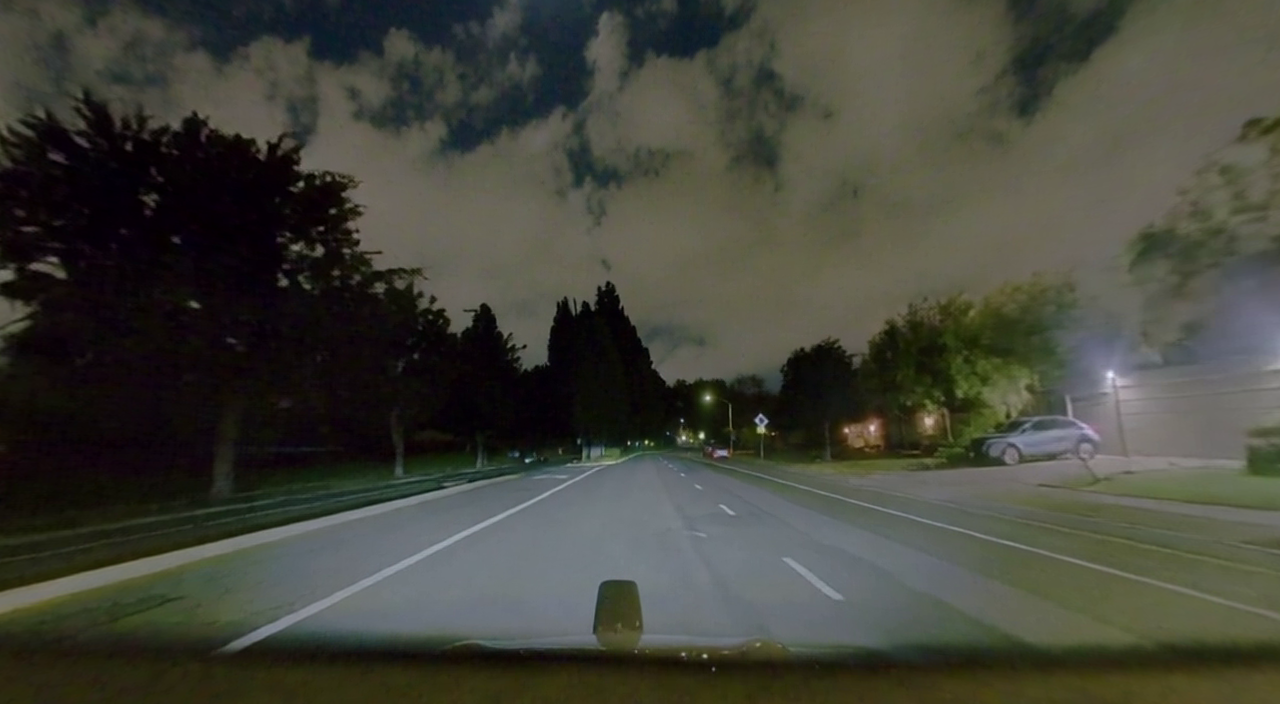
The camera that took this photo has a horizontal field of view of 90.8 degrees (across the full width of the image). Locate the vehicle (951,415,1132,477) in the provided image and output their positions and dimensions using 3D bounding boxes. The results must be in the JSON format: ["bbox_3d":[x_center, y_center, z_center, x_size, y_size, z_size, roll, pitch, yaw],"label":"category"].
[{"bbox_3d":[13.569,3.206,21.656,4.711,1.979,2.019,-1,-8,4],"label":"vehicle"}]
